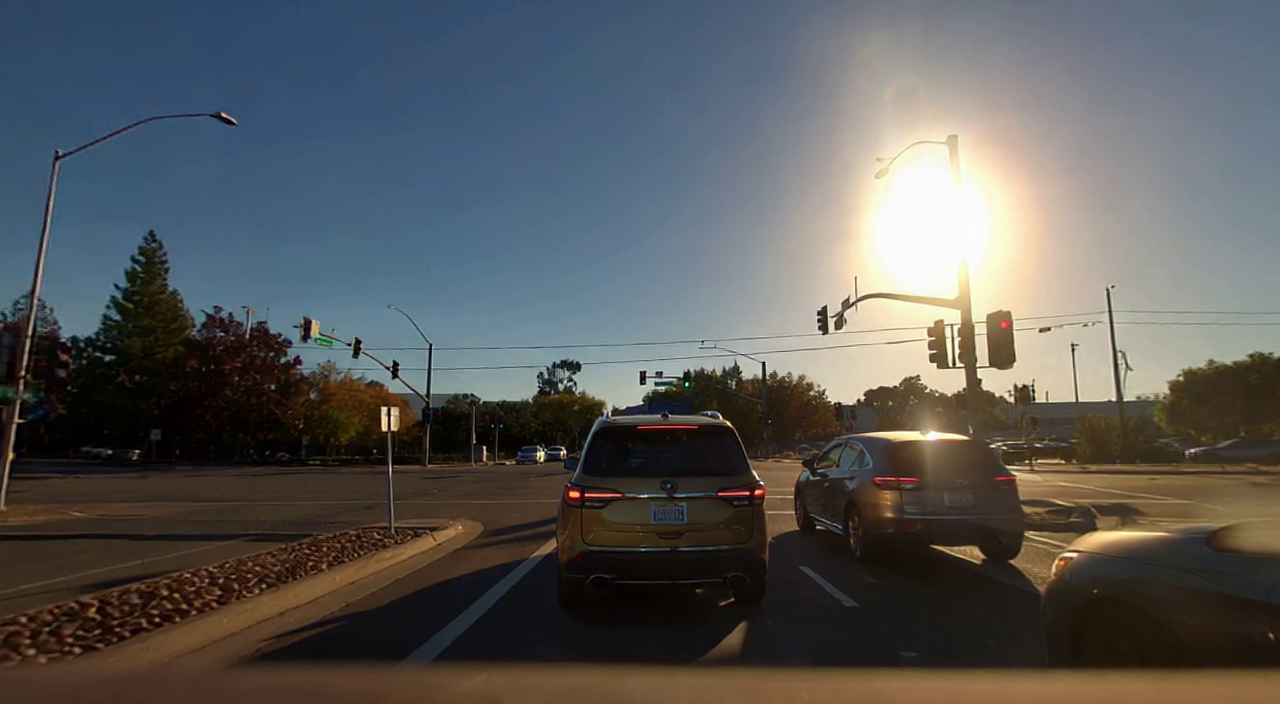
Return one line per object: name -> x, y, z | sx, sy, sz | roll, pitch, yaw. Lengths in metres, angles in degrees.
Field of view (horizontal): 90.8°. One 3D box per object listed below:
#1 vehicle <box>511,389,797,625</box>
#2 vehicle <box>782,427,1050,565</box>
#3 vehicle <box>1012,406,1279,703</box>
vehicle -> 0.106, 1.508, 7.133 | 2.170, 1.793, 4.468 | 0, -8, 0
vehicle -> 3.515, 1.894, 9.102 | 1.861, 1.495, 4.215 | 0, -8, -1
vehicle -> 3.150, 0.818, 1.445 | 1.924, 1.466, 4.461 | 0, -8, 1
